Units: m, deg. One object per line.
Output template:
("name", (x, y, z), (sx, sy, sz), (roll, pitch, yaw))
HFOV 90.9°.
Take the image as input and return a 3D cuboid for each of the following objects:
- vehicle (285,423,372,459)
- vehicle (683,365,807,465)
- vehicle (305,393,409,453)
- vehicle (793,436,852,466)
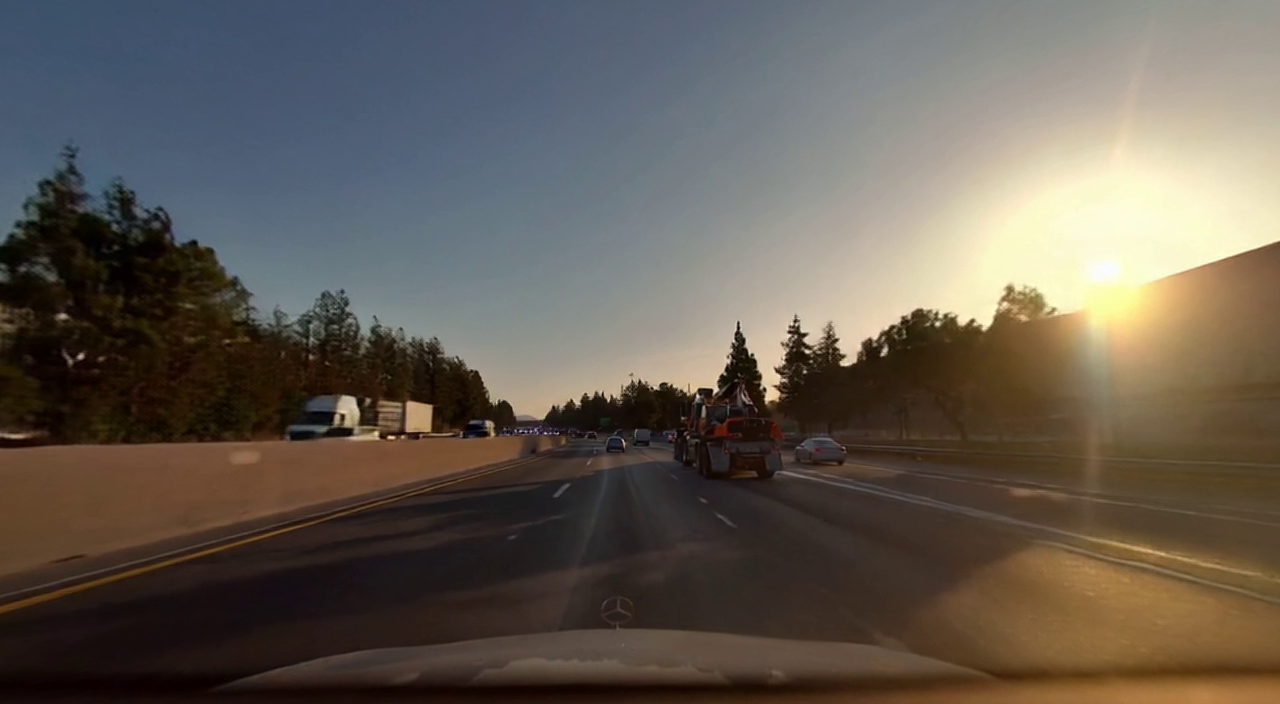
("vehicle", (-15.682, 4.513, 32.000), (2.205, 1.666, 4.526), (0, -8, -2))
("vehicle", (3.624, 2.563, 24.207), (2.833, 3.180, 8.004), (1, -8, -4))
("vehicle", (-19.854, 5.229, 45.153), (3.022, 3.791, 10.271), (0, -8, -3))
("vehicle", (9.748, 5.287, 33.973), (1.820, 1.469, 4.257), (0, -8, -1))
